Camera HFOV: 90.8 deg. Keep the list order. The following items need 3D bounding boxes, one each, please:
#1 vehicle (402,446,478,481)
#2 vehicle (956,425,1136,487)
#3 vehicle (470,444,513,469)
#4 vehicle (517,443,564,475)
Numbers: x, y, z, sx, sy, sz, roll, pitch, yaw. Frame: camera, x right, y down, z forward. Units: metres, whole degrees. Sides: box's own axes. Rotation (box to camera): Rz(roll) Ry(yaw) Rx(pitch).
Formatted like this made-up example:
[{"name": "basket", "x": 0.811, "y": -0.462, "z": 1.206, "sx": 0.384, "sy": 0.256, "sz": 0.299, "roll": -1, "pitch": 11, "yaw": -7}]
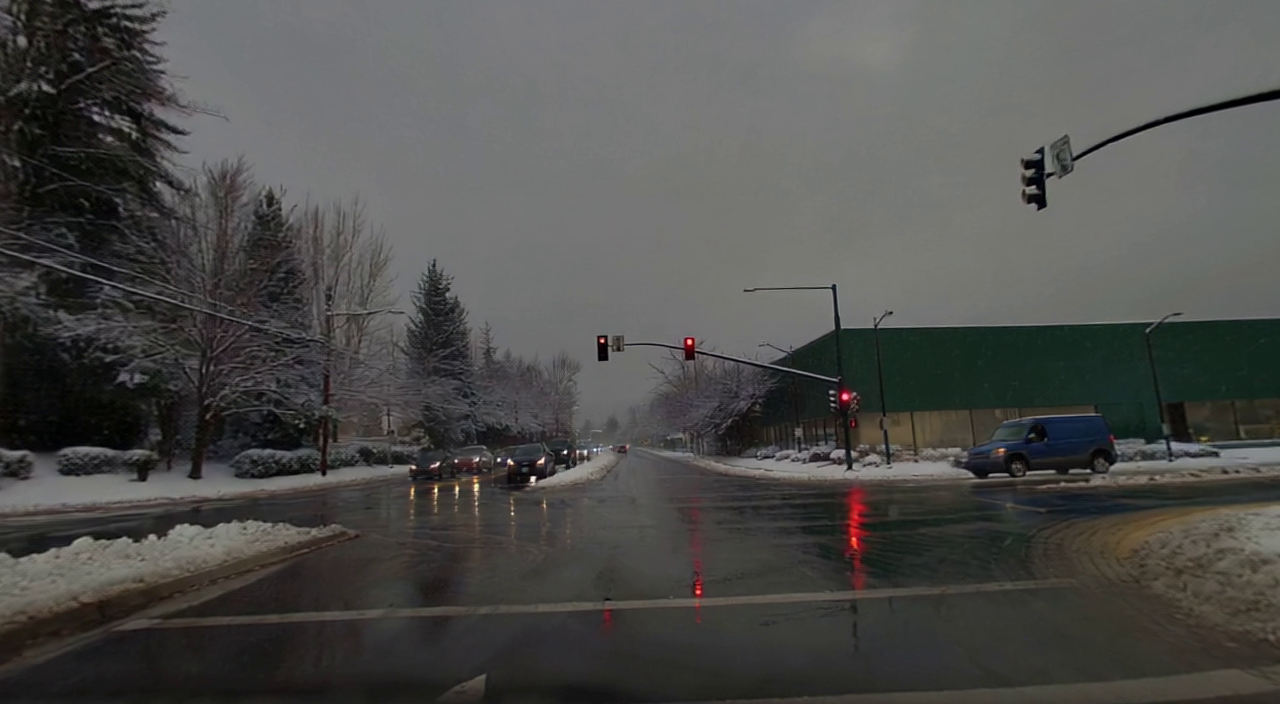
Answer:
[{"name": "vehicle", "x": -9.008, "y": 5.030, "z": 28.879, "sx": 2.024, "sy": 1.460, "sz": 4.381, "roll": 0, "pitch": -9, "yaw": 0}, {"name": "vehicle", "x": 14.843, "y": 3.760, "z": 23.123, "sx": 5.910, "sy": 2.046, "sz": 2.228, "roll": 3, "pitch": -9, "yaw": -19}, {"name": "vehicle", "x": -9.019, "y": 6.371, "z": 38.755, "sx": 1.779, "sy": 1.460, "sz": 4.463, "roll": 0, "pitch": -9, "yaw": -3}, {"name": "vehicle", "x": -4.788, "y": 5.188, "z": 30.908, "sx": 1.846, "sy": 1.416, "sz": 4.228, "roll": 0, "pitch": -9, "yaw": -3}]
